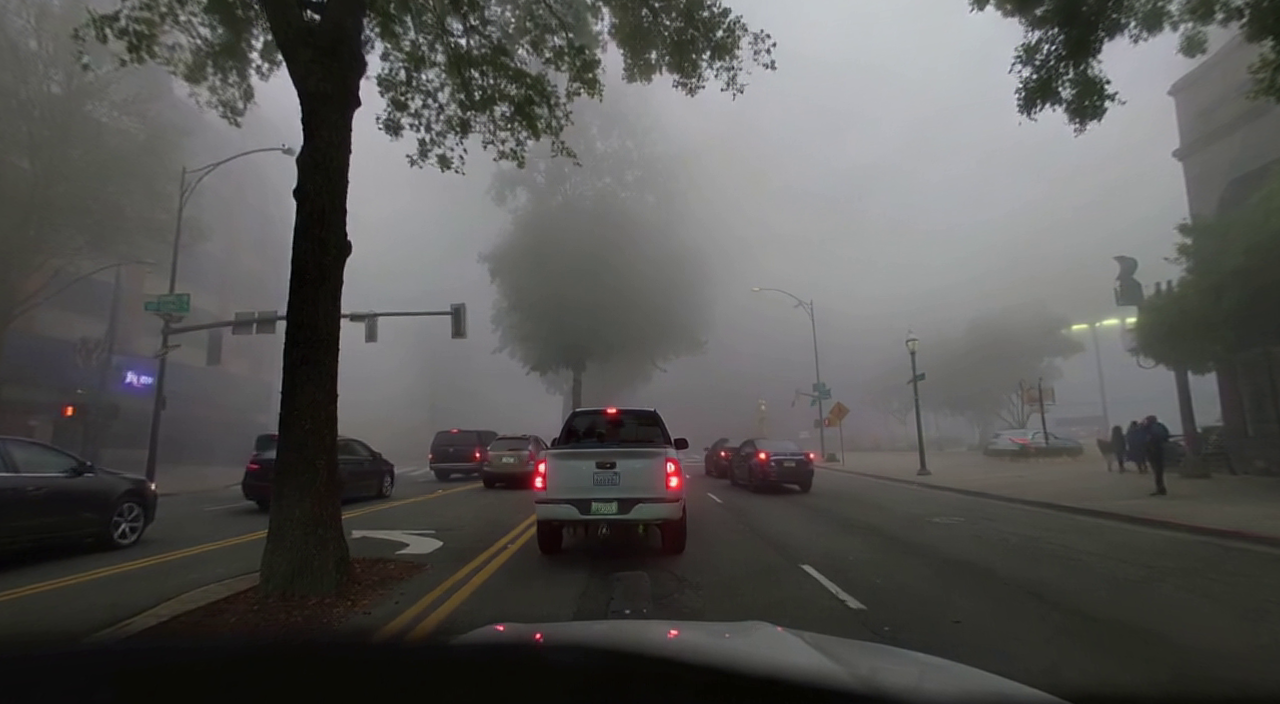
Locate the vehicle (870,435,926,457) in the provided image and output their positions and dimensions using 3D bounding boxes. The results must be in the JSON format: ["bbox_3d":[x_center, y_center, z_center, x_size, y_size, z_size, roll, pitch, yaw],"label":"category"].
[{"bbox_3d":[20.104,7.320,49.045,4.361,1.653,2.034,6,-11,-37],"label":"vehicle"}]

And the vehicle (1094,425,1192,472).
[{"bbox_3d":[19.224,3.658,24.041,4.156,1.622,1.924,7,-11,-38],"label":"vehicle"}]

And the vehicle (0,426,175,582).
[{"bbox_3d":[-6.968,1.434,5.938,1.831,1.451,4.382,0,-8,0],"label":"vehicle"}]

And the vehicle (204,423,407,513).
[{"bbox_3d":[-7.122,2.510,14.116,1.941,1.655,4.503,0,-8,2],"label":"vehicle"}]

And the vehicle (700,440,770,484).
[{"bbox_3d":[3.424,4.046,23.510,2.023,1.441,4.240,0,-8,1],"label":"vehicle"}]

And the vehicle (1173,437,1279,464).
[{"bbox_3d":[29.728,4.939,31.660,4.176,1.313,1.719,0,-8,2],"label":"vehicle"}]

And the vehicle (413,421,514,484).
[{"bbox_3d":[-6.460,3.751,23.750,2.496,2.112,4.351,0,-8,0],"label":"vehicle"}]

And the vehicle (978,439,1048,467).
[{"bbox_3d":[20.102,5.405,33.918,3.836,1.443,1.694,5,-10,-35],"label":"vehicle"}]

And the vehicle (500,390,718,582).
[{"bbox_3d":[-0.311,1.596,8.231,2.064,1.817,4.298,0,-8,-1],"label":"vehicle"}]
